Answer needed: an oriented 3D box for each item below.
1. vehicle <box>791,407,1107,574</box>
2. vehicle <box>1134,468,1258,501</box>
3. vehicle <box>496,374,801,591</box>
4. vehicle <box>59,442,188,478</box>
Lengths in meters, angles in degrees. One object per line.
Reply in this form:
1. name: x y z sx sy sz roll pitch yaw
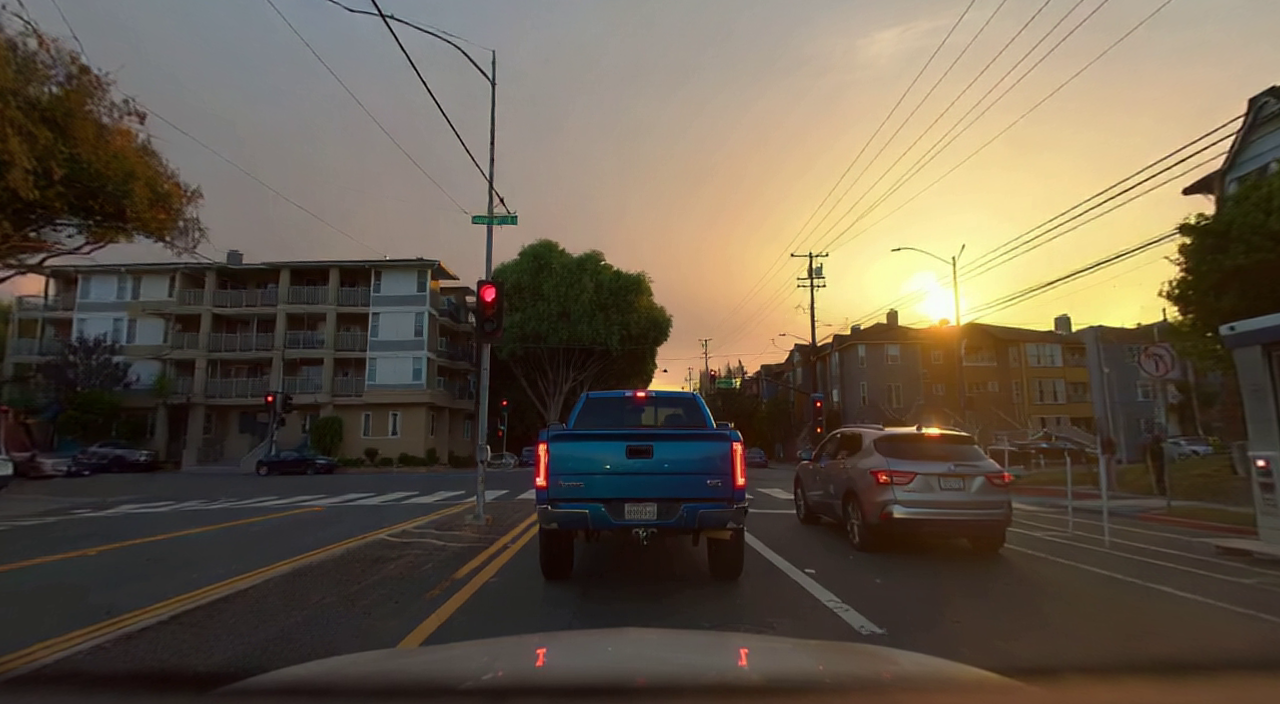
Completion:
1. vehicle: 3.857 1.824 9.129 2.131 1.759 4.762 0 -8 0
2. vehicle: 26.375 6.284 29.996 4.071 1.388 1.884 0 -8 1
3. vehicle: 0.105 1.549 8.308 2.738 1.959 5.070 0 -8 1
4. vehicle: -24.856 5.189 30.426 4.563 1.692 1.778 0 -8 -1
